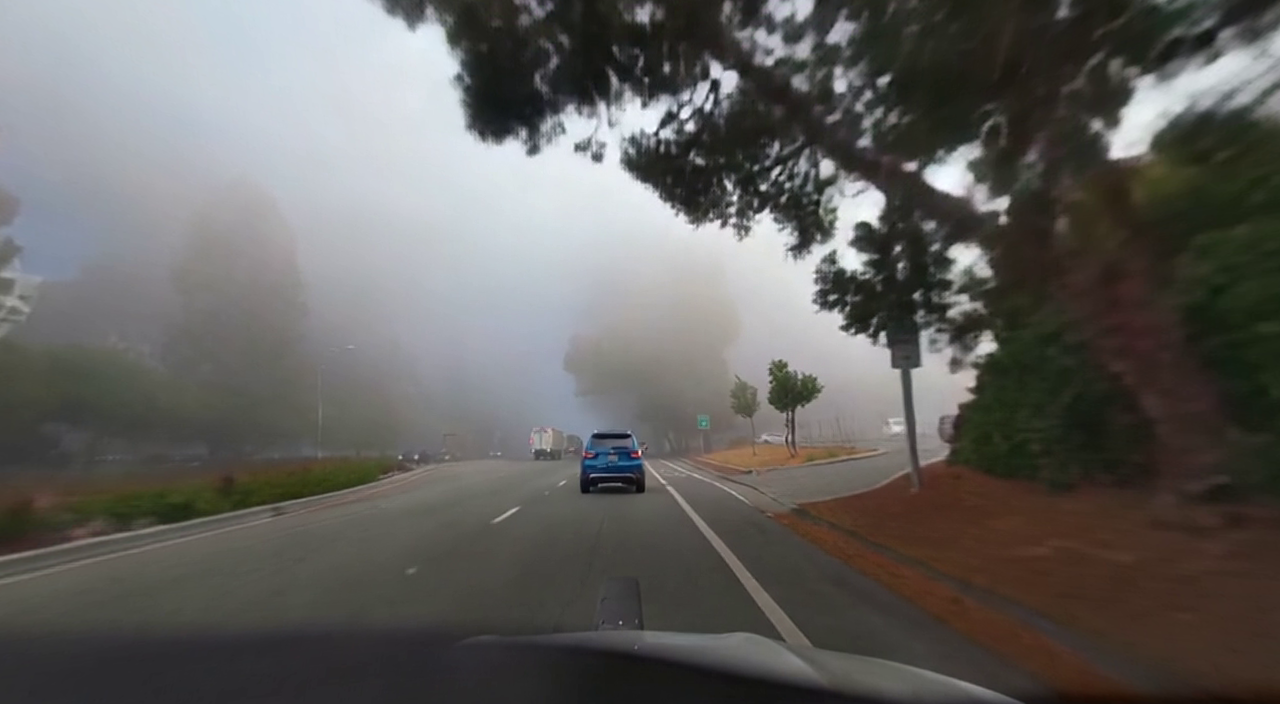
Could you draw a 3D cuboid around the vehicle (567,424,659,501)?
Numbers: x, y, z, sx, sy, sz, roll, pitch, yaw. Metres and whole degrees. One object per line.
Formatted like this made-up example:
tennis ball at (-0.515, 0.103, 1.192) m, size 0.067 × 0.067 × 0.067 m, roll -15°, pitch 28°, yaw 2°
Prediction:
vehicle at (-0.668, 2.882, 16.840) m, size 2.131 × 1.761 × 4.242 m, roll 0°, pitch -8°, yaw -1°
